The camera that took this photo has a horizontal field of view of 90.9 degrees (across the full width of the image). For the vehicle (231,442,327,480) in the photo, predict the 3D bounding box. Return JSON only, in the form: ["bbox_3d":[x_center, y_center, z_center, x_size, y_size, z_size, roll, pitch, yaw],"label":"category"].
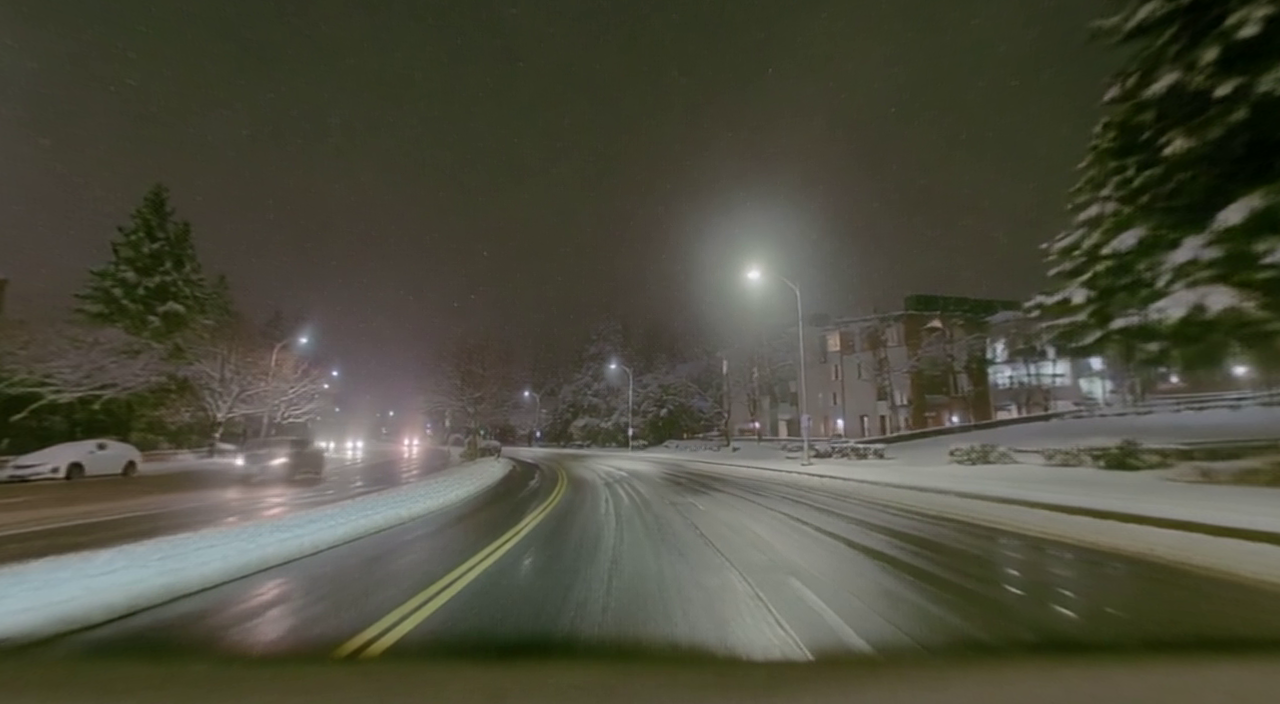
[{"bbox_3d":[-15.590,4.681,27.512,1.987,1.489,4.389,1,-8,-7],"label":"vehicle"}]

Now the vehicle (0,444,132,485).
[{"bbox_3d":[-22.686,4.388,24.972,1.844,1.452,4.362,1,-8,-7],"label":"vehicle"}]
